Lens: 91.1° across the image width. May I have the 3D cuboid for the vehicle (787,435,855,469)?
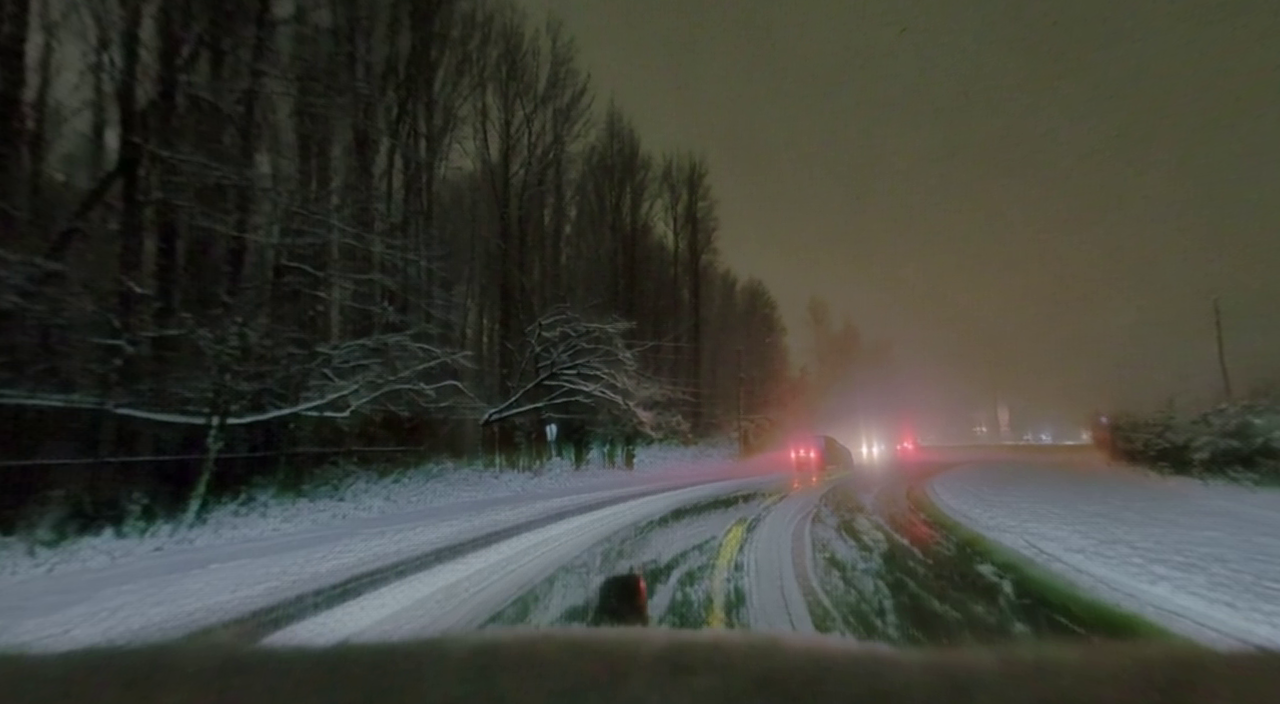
[{"bbox_3d":[10.354,5.665,35.800,1.988,1.789,4.257,-6,-11,42],"label":"vehicle"}]
